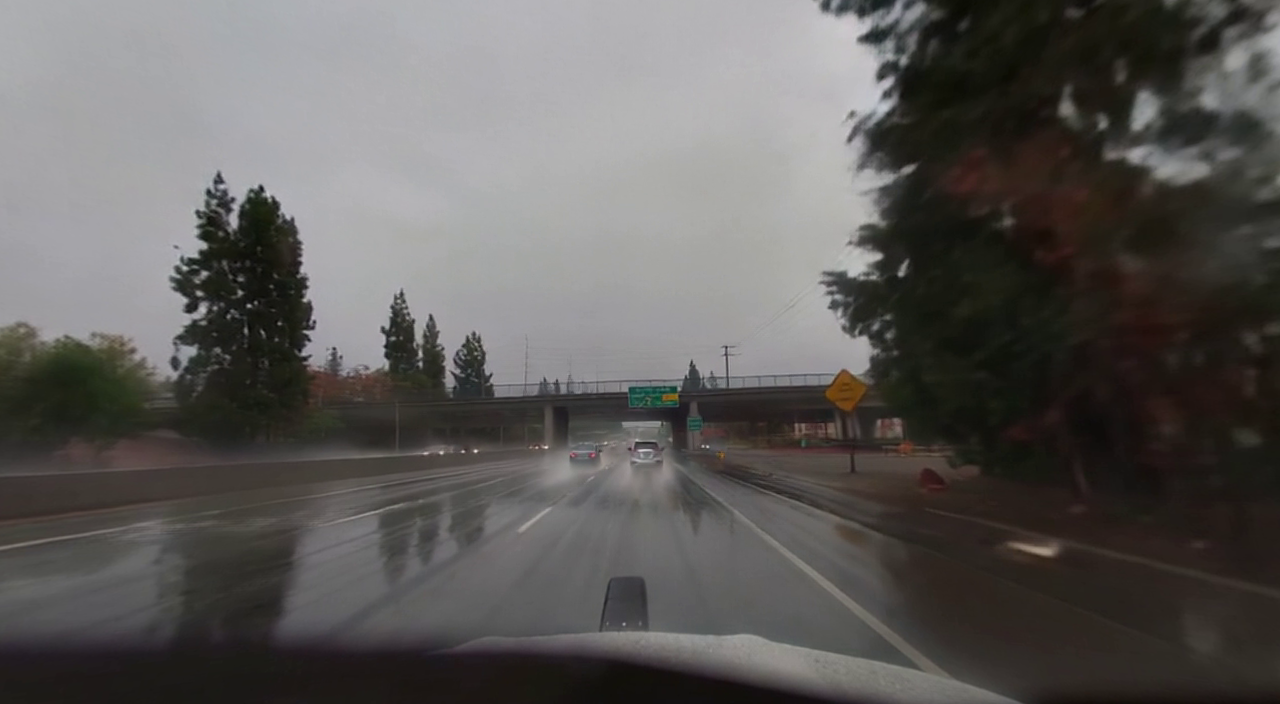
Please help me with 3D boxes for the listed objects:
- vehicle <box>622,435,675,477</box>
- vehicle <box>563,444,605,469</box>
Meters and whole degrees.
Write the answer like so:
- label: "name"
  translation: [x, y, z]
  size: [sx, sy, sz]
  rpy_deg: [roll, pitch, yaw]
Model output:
- label: "vehicle"
  translation: [0.362, 4.573, 27.906]
  size: [2.152, 1.697, 4.066]
  rpy_deg: [0, -8, 0]
- label: "vehicle"
  translation: [-3.365, 6.380, 38.836]
  size: [2.056, 1.464, 4.564]
  rpy_deg: [0, -8, 1]
